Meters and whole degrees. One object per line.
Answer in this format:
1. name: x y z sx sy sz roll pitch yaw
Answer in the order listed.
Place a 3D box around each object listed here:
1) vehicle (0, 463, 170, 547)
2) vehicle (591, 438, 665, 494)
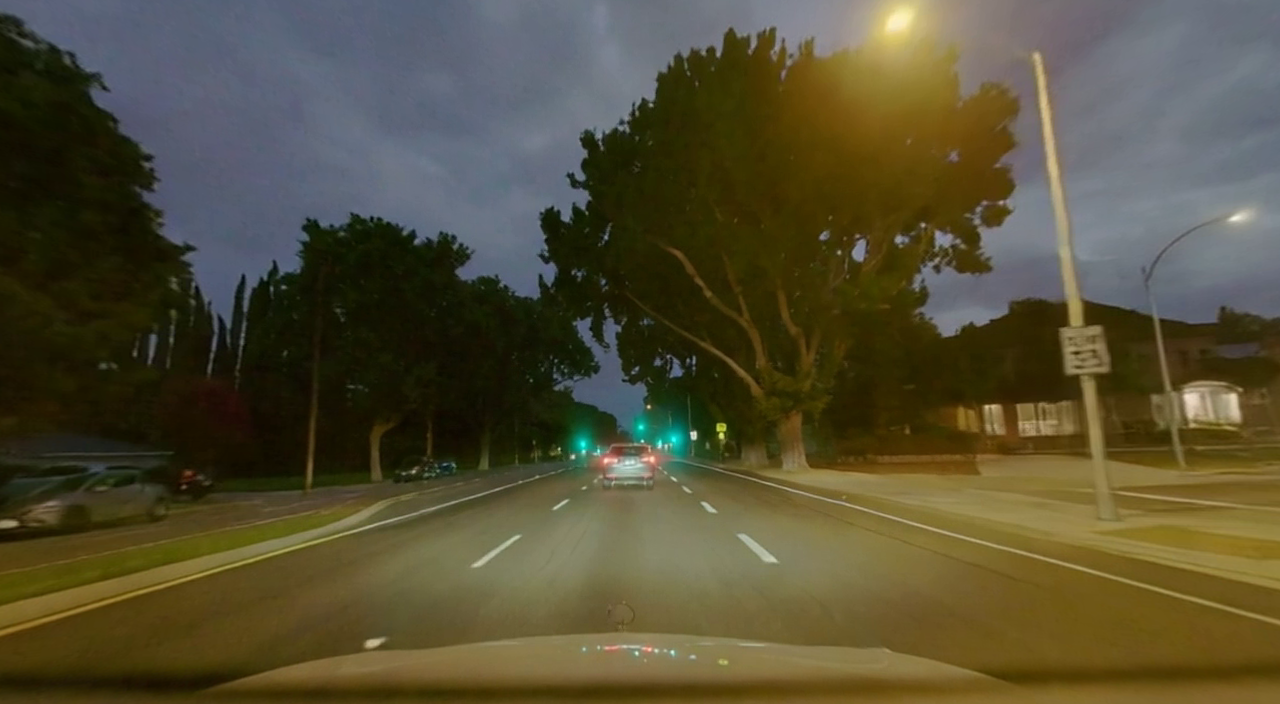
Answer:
1. vehicle: -13.874 3.619 15.341 1.900 1.596 4.142 -3 -9 -3
2. vehicle: -0.383 3.682 20.752 2.181 1.639 4.127 0 -9 -1
